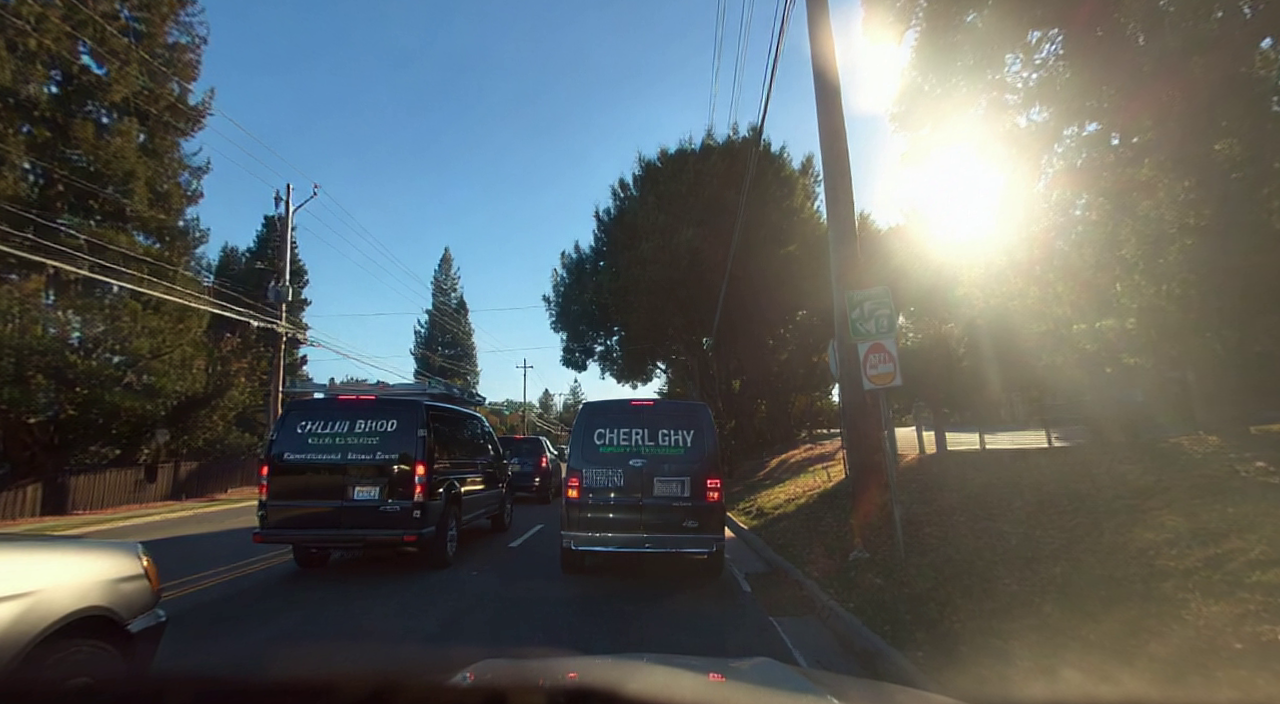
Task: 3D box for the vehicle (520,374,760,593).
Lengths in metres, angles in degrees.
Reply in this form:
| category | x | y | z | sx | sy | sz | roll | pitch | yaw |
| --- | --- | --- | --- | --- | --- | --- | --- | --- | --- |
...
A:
| category | x | y | z | sx | sy | sz | roll | pitch | yaw |
| --- | --- | --- | --- | --- | --- | --- | --- | --- | --- |
| vehicle | 0.109 | 1.461 | 7.697 | 2.117 | 1.911 | 4.095 | -1 | -8 | 3 |

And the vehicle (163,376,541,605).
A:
| category | x | y | z | sx | sy | sz | roll | pitch | yaw |
| --- | --- | --- | --- | --- | --- | --- | --- | --- | --- |
| vehicle | -2.754 | 1.477 | 7.610 | 2.109 | 1.851 | 4.749 | -1 | -8 | 3 |

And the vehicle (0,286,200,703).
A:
| category | x | y | z | sx | sy | sz | roll | pitch | yaw |
| --- | --- | --- | --- | --- | --- | --- | --- | --- | --- |
| vehicle | -3.107 | 0.452 | 0.245 | 2.160 | 1.796 | 4.997 | 0 | -8 | 1 |
